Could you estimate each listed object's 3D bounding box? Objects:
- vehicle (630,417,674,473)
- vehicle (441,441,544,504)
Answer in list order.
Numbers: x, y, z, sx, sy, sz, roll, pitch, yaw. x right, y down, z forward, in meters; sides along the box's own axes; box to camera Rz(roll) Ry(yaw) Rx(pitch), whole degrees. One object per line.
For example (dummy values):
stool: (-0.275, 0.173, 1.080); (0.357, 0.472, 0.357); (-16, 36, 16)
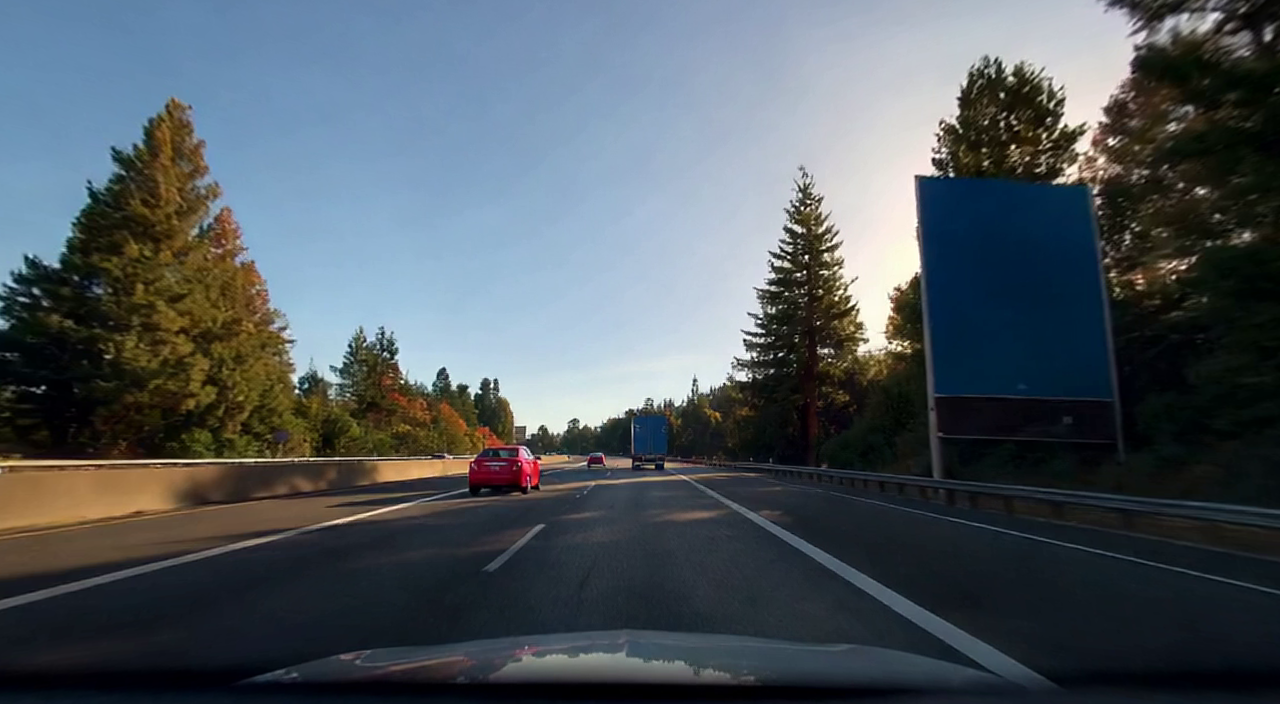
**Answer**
vehicle: (0.789, 6.802, 45.763); (2.893, 3.628, 9.081); (0, -9, 0)
vehicle: (-4.132, 3.433, 18.353); (1.977, 1.602, 3.944); (0, -9, 1)
